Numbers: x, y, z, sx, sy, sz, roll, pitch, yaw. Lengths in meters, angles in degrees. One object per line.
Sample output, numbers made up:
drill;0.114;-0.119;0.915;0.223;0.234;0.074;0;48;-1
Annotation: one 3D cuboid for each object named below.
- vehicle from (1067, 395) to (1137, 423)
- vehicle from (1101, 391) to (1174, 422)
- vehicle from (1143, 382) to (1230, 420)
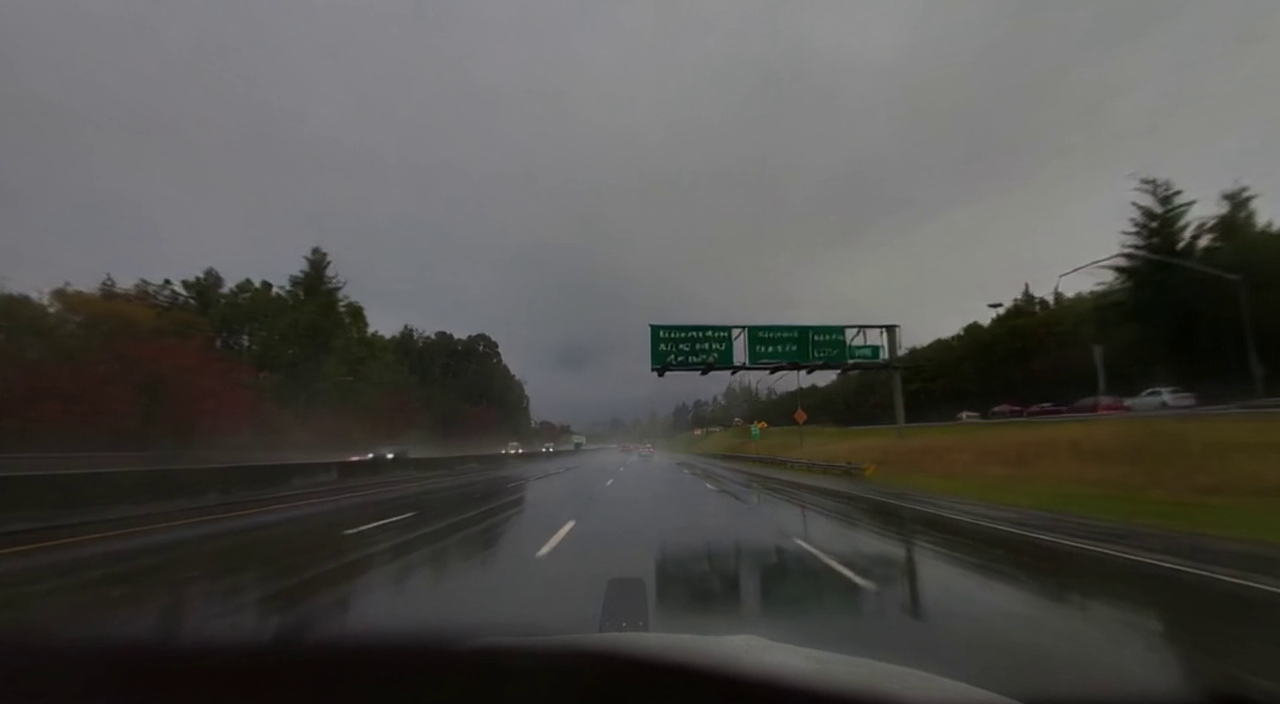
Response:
vehicle;29.554;3.667;40.315;4.316;1.597;1.869;5;-10;-30
vehicle;29.334;3.251;37.170;4.190;1.643;1.885;5;-10;-31
vehicle;29.480;2.701;33.958;4.910;1.740;2.006;5;-10;-32
